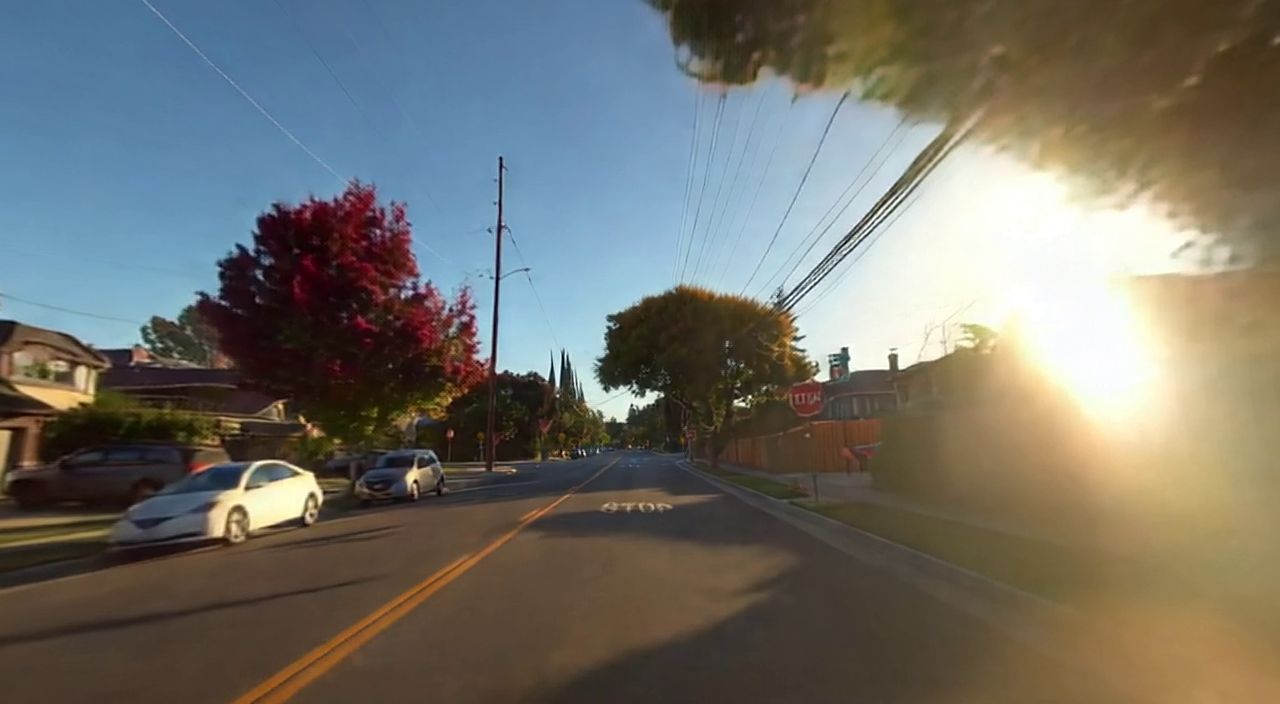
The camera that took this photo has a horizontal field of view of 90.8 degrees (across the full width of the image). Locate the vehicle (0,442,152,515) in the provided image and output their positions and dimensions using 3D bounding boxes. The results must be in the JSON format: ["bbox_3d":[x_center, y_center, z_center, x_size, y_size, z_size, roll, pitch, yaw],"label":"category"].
[{"bbox_3d":[-16.294,3.350,17.023,4.364,1.802,2.122,1,-9,-8],"label":"vehicle"}]

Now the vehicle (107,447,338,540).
[{"bbox_3d":[-8.534,2.870,13.467,1.950,1.627,4.027,-1,-8,4],"label":"vehicle"}]

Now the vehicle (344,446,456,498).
[{"bbox_3d":[-8.489,4.261,22.812,2.047,1.679,3.948,-2,-9,8],"label":"vehicle"}]
